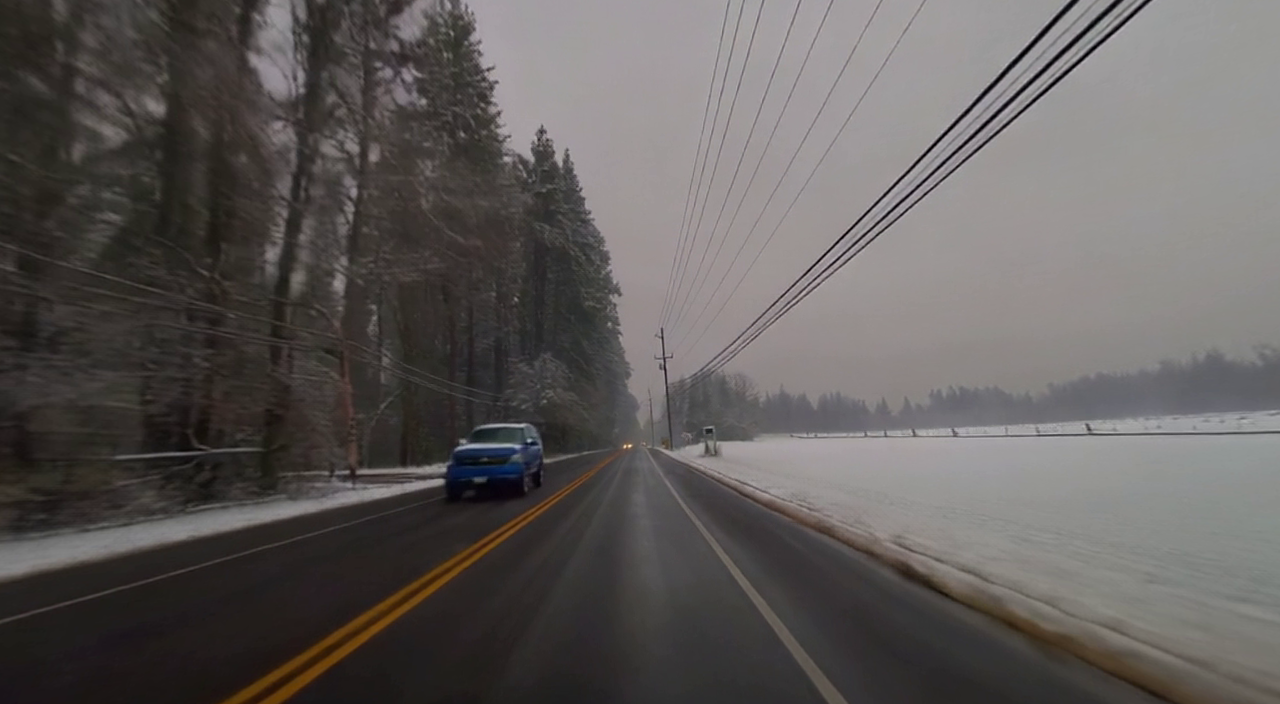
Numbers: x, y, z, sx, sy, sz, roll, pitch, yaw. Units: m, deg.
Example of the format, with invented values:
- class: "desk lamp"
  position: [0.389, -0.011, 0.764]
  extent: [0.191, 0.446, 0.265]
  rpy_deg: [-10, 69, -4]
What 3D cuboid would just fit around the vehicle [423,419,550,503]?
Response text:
- class: "vehicle"
  position: [-3.998, 2.965, 17.522]
  extent: [2.331, 1.961, 4.966]
  rpy_deg: [0, -9, -1]
